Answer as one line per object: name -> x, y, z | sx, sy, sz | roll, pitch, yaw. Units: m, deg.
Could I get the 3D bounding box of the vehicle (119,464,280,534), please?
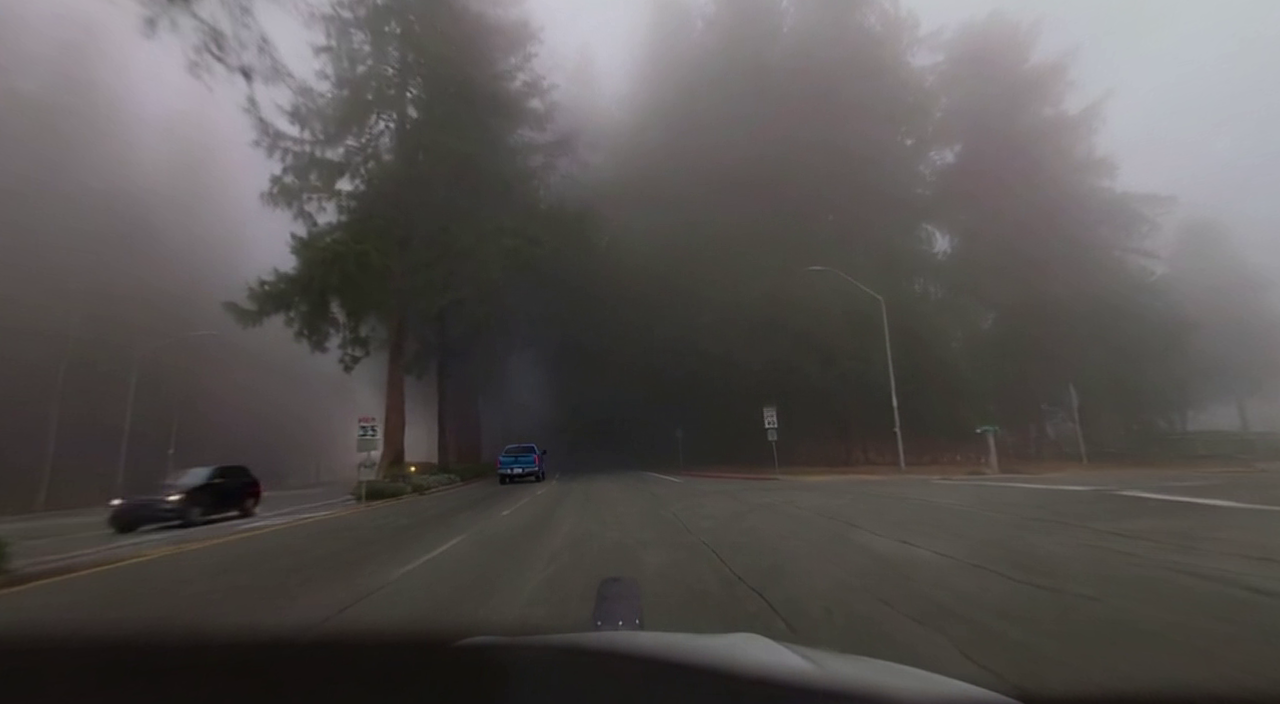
vehicle -> -12.391, 4.110, 18.151 | 1.883, 1.632, 4.024 | 0, -9, -4

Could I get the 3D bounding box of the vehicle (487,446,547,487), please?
vehicle -> -6.025, 5.657, 31.796 | 2.267, 1.849, 6.402 | 1, -9, -5
